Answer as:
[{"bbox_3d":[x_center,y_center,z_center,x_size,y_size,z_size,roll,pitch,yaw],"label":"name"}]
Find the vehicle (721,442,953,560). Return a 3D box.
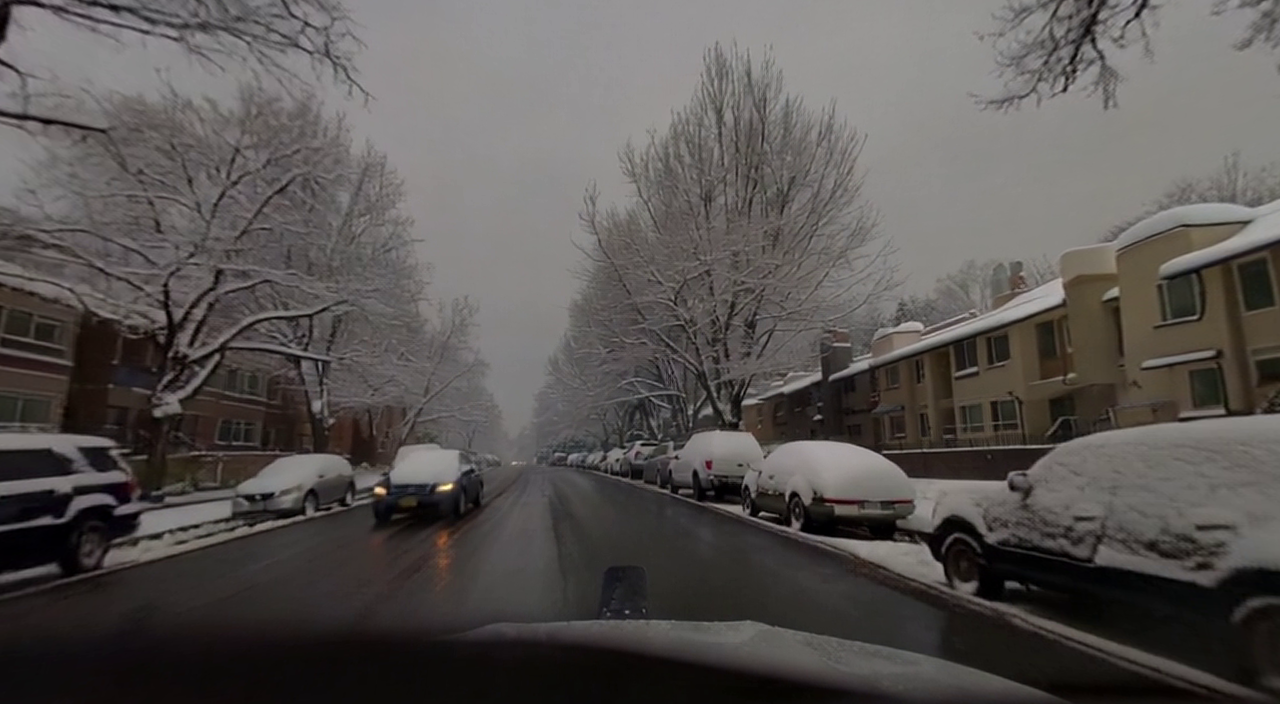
[{"bbox_3d":[2.957,2.334,10.708,1.876,1.538,4.447,1,-9,-10],"label":"vehicle"}]

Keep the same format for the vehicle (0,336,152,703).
[{"bbox_3d":[-4.447,0.729,2.057,2.197,2.047,4.985,1,-9,-8],"label":"vehicle"}]

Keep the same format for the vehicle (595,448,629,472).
[{"bbox_3d":[-2.236,8.325,48.789,2.114,1.787,4.783,1,-9,-9],"label":"vehicle"}]

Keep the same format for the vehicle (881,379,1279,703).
[{"bbox_3d":[3.830,1.221,4.453,1.937,1.722,4.575,1,-9,-7],"label":"vehicle"}]

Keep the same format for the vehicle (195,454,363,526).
[{"bbox_3d":[-8.803,3.343,15.953,2.119,1.476,4.588,1,-9,-9],"label":"vehicle"}]

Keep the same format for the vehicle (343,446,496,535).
[{"bbox_3d":[-4.286,2.725,13.093,1.971,1.476,4.593,1,-9,-6],"label":"vehicle"}]
